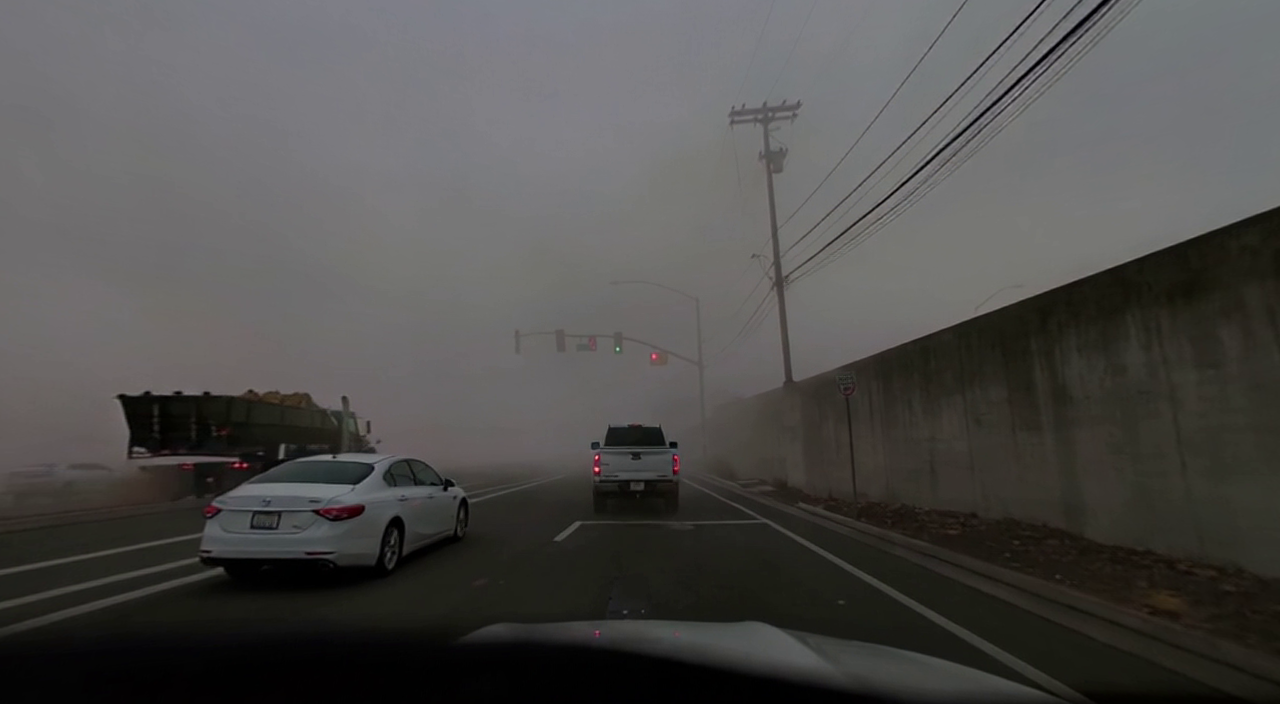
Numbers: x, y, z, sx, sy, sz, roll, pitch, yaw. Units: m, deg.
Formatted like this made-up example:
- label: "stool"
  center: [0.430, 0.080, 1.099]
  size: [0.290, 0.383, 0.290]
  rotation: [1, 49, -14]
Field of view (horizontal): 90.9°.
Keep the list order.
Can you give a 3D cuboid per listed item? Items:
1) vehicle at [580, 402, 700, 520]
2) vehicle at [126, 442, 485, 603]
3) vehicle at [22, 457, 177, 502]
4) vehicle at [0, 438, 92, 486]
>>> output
- label: "vehicle"
  center: [0.030, 2.535, 15.145]
  size: [2.355, 2.305, 5.336]
  rotation: [0, -8, 1]
- label: "vehicle"
  center: [-3.741, 1.962, 8.415]
  size: [2.019, 1.480, 4.966]
  rotation: [0, -8, 1]
- label: "vehicle"
  center: [-20.761, 4.894, 24.538]
  size: [1.855, 1.462, 4.554]
  rotation: [-1, -8, 2]
- label: "vehicle"
  center: [-44.361, 7.814, 45.163]
  size: [2.771, 3.253, 8.023]
  rotation: [-1, -8, 2]
